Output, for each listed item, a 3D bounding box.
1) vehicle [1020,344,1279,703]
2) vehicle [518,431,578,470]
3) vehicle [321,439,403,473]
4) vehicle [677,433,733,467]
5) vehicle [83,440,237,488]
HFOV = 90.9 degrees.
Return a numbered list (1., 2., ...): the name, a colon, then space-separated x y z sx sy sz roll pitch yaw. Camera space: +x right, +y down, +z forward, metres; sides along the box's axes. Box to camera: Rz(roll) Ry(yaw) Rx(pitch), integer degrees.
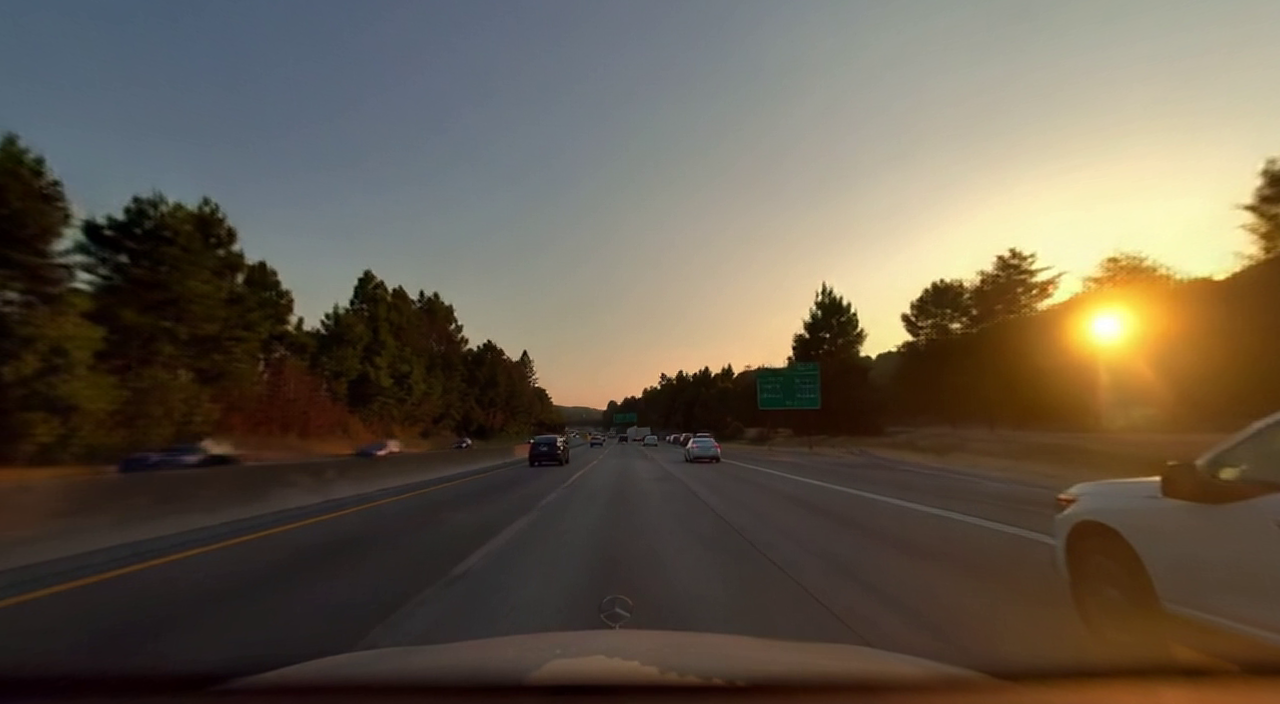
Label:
1. vehicle: 3.506 0.693 1.701 1.949 1.639 4.748 0 -8 -1
2. vehicle: -4.058 4.399 28.541 2.011 1.614 4.808 0 -8 -1
3. vehicle: -12.582 4.686 28.883 1.865 1.416 4.371 0 -8 -2
4. vehicle: 2.890 4.463 28.983 1.990 1.480 3.865 0 -8 -2
5. vehicle: -16.131 3.743 21.556 1.863 1.450 4.406 0 -8 -1
